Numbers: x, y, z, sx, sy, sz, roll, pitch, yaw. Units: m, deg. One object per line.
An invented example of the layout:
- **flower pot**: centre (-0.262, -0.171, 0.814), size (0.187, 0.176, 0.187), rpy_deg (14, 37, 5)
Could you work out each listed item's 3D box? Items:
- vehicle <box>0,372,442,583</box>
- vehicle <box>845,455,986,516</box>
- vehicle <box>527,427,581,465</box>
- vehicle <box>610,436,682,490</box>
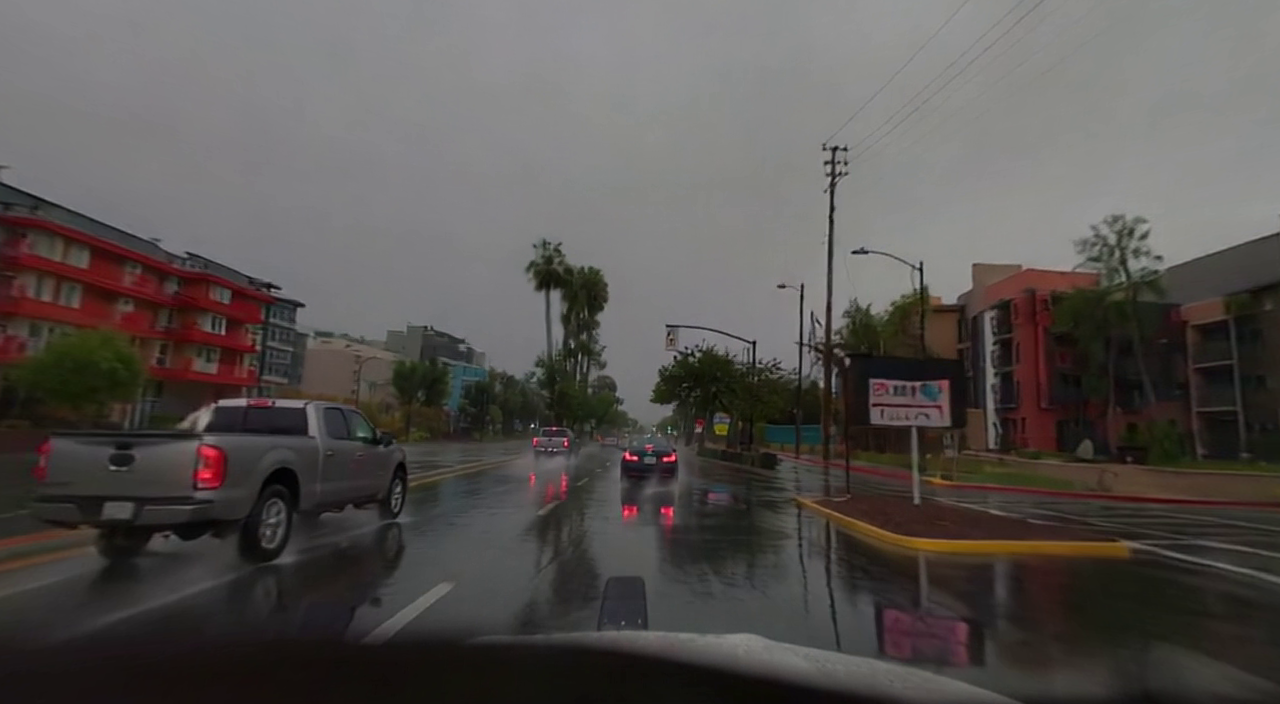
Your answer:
- **vehicle**: centre (-4.869, 1.569, 8.779), size (2.187, 1.904, 6.103), rpy_deg (0, -8, 0)
- **vehicle**: centre (6.961, 3.389, 16.350), size (2.949, 1.209, 3.070), rpy_deg (0, -8, 16)
- **vehicle**: centre (-5.007, 5.613, 37.457), size (2.447, 2.062, 5.911), rpy_deg (0, -8, 0)
- **vehicle**: centre (0.164, 3.575, 20.614), size (2.122, 1.562, 4.152), rpy_deg (0, -8, 0)
